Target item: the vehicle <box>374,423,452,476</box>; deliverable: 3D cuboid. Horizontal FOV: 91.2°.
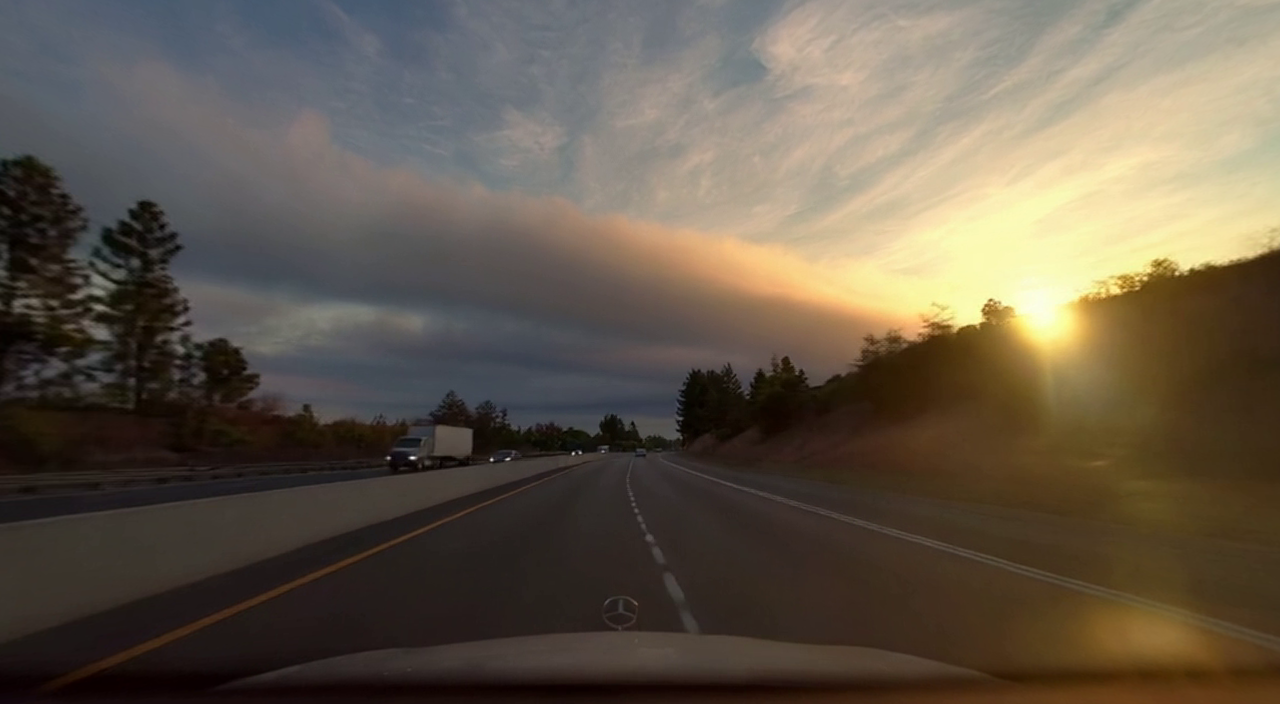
[{"bbox_3d":[-15.604,6.796,43.719,2.732,3.283,7.013,-1,-9,0],"label":"vehicle"}]
